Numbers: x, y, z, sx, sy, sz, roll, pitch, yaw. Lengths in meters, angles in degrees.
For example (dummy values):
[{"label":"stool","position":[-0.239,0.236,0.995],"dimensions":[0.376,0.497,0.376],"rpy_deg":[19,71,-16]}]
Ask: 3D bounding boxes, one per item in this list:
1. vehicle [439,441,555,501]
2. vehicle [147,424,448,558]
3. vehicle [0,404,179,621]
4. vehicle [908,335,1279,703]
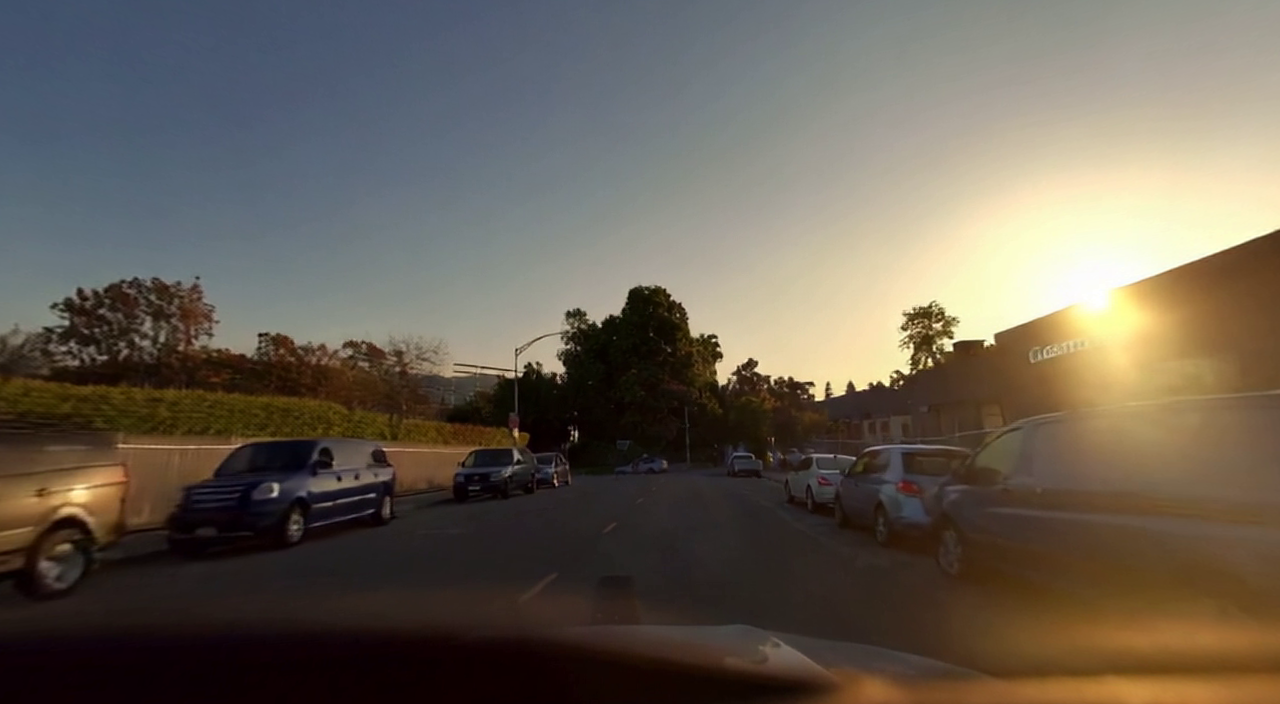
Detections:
[{"label":"vehicle","position":[-5.044,4.299,23.397],"dimensions":[2.504,1.919,5.658],"rpy_deg":[-1,-9,6]},{"label":"vehicle","position":[-5.964,2.476,12.254],"dimensions":[2.304,1.937,5.720],"rpy_deg":[-1,-9,4]},{"label":"vehicle","position":[-6.613,1.411,5.529],"dimensions":[1.857,1.908,4.081],"rpy_deg":[-1,-9,3]},{"label":"vehicle","position":[4.387,1.230,4.887],"dimensions":[2.327,2.021,5.850],"rpy_deg":[1,-8,3]}]
